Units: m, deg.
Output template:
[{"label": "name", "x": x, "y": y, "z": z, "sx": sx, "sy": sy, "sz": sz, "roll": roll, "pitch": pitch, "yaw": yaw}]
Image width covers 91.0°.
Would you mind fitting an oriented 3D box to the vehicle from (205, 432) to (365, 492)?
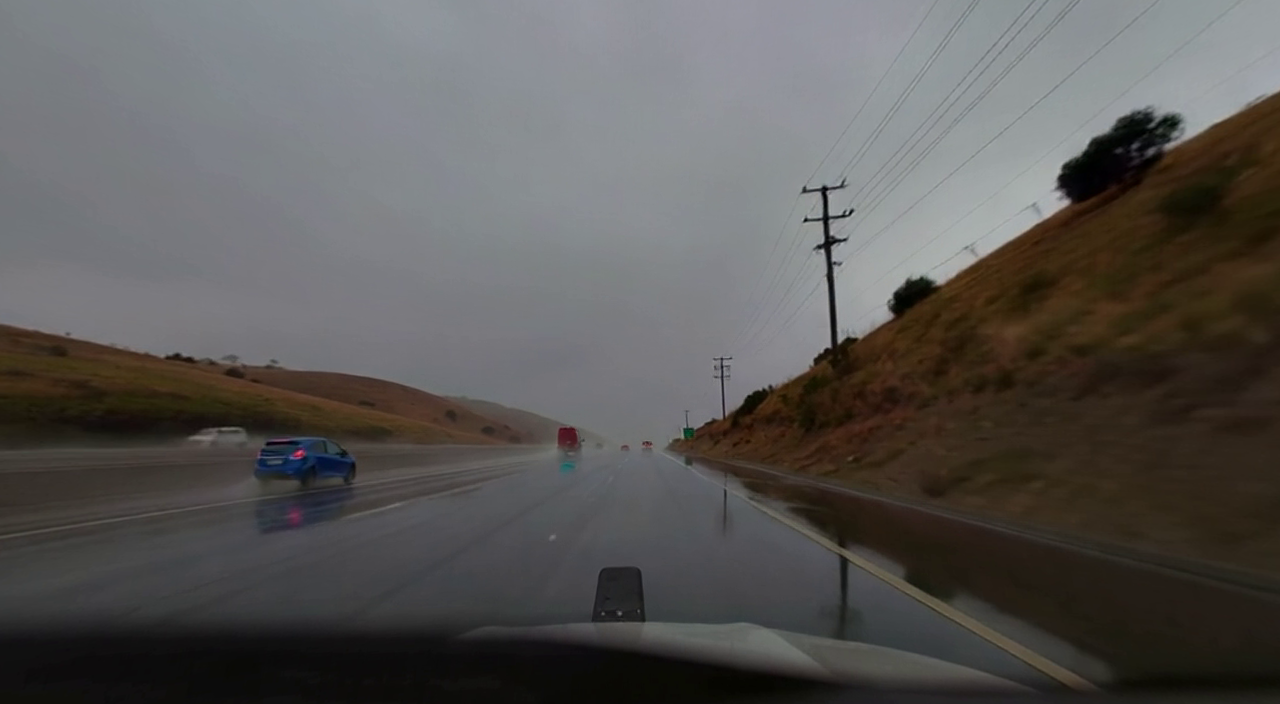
[{"label": "vehicle", "x": -10.482, "y": 3.278, "z": 19.150, "sx": 1.971, "sy": 1.558, "sz": 4.847, "roll": 1, "pitch": -8, "yaw": 1}]
